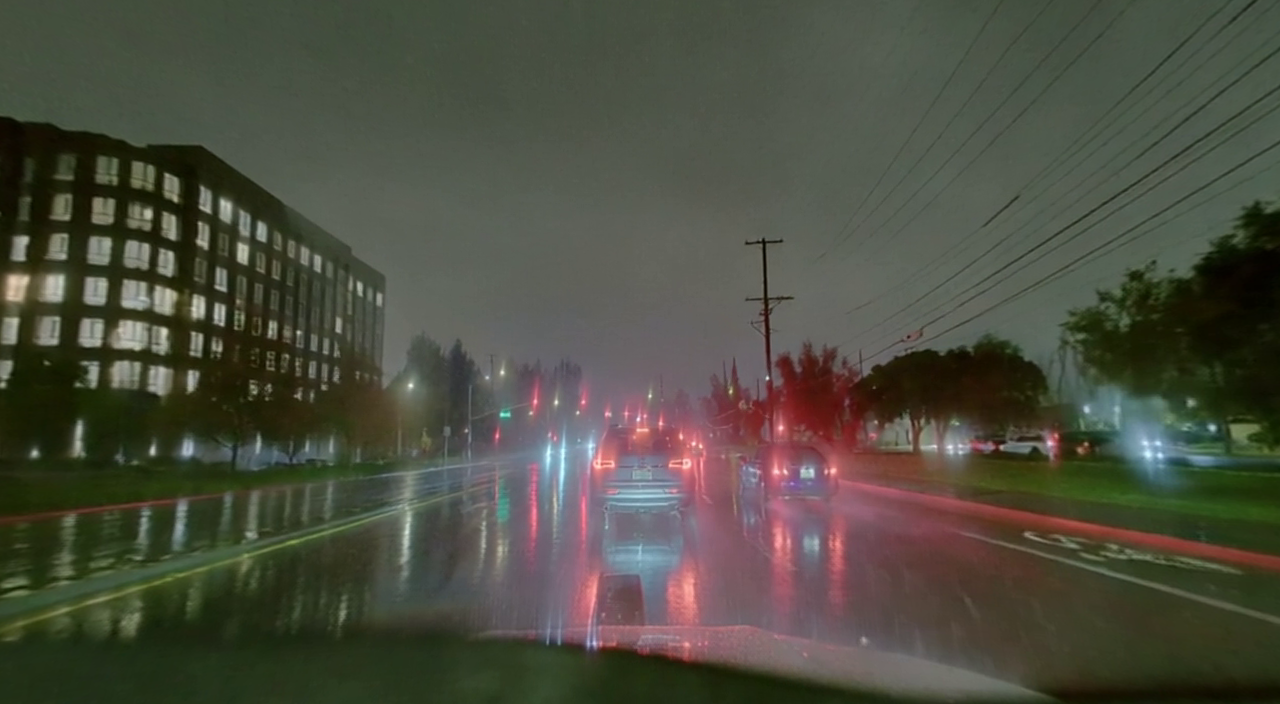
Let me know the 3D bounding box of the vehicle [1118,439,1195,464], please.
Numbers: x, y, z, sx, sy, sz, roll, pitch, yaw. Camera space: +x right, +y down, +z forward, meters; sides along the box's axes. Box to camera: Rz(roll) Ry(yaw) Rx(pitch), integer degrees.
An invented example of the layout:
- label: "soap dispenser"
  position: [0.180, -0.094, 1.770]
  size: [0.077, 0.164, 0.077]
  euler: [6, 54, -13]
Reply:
- label: "vehicle"
  position: [37.410, 7.195, 45.936]
  size: [1.910, 1.686, 4.746]
  euler: [-1, -9, 6]

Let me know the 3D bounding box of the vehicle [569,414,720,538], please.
- label: "vehicle"
  position: [0.073, 2.137, 11.436]
  size: [2.189, 1.776, 4.342]
  euler: [0, -9, 0]

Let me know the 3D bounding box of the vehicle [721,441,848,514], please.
- label: "vehicle"
  position: [3.272, 2.940, 15.353]
  size: [1.990, 1.482, 4.575]
  euler: [0, -9, 0]
